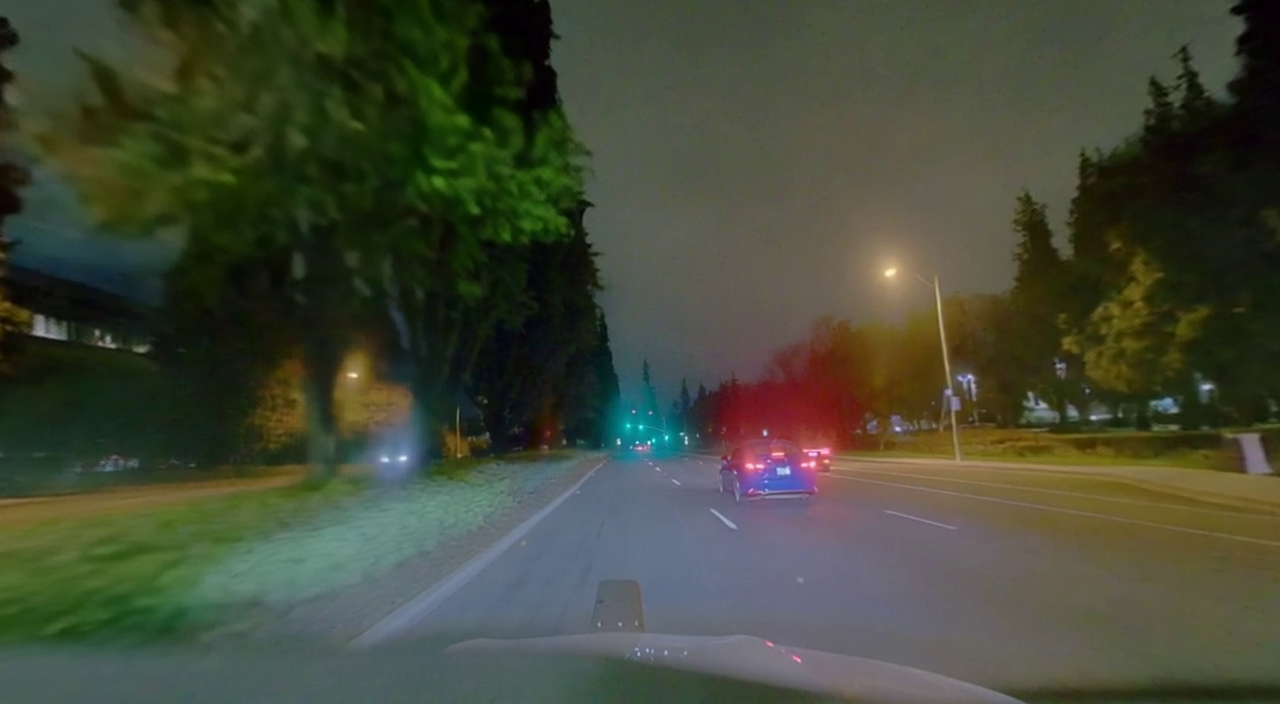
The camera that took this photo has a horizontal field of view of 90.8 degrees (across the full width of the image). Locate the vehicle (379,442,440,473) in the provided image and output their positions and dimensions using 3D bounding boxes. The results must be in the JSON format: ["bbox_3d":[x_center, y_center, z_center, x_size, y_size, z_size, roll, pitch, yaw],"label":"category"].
[{"bbox_3d":[-15.738,7.207,43.510,2.234,1.957,5.941,0,-8,-3],"label":"vehicle"}]

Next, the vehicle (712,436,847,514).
[{"bbox_3d":[2.927,2.668,14.276,1.950,1.473,4.259,0,-8,-2],"label":"vehicle"}]
